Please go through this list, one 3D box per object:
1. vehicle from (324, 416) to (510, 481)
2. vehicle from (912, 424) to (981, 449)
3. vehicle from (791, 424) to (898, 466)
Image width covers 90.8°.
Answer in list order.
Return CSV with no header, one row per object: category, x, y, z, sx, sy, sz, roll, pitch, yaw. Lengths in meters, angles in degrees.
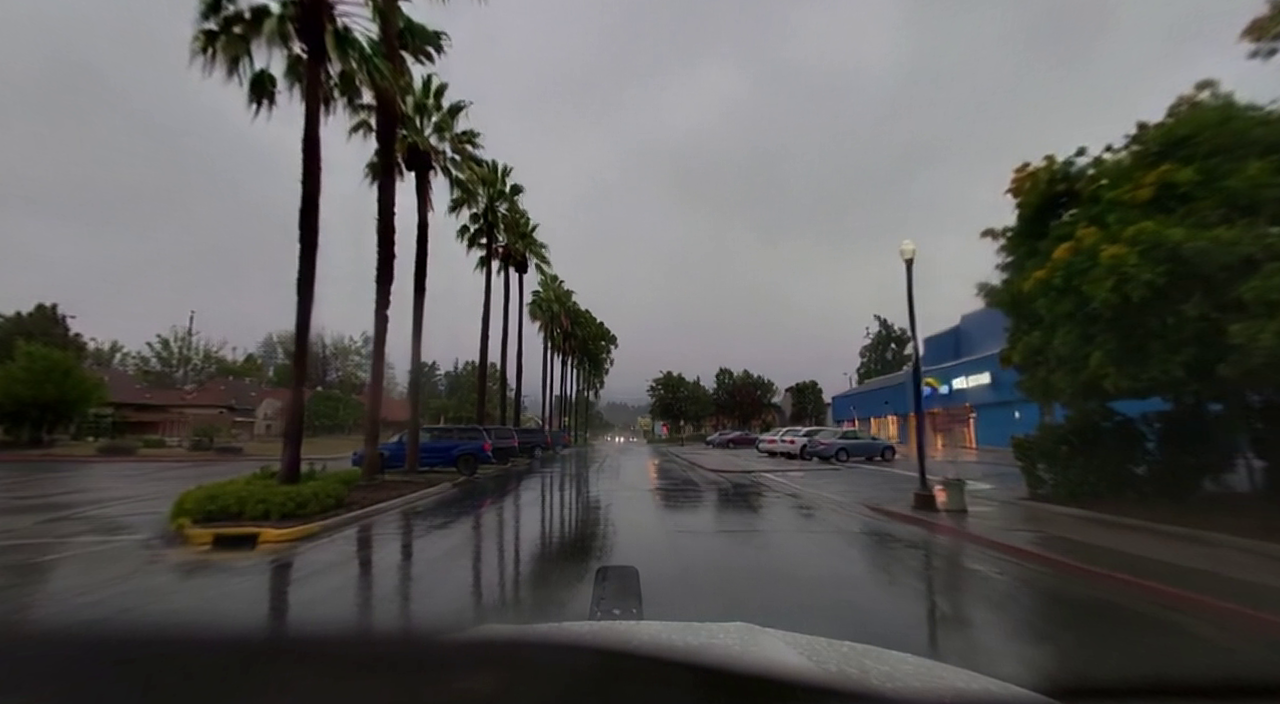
vehicle,-7.101,3.102,20.319,5.210,1.834,2.281,5,-10,-30
vehicle,21.100,5.869,43.517,4.120,1.659,1.894,-5,-10,28
vehicle,9.267,4.197,28.582,4.509,1.759,2.077,5,-10,-30
